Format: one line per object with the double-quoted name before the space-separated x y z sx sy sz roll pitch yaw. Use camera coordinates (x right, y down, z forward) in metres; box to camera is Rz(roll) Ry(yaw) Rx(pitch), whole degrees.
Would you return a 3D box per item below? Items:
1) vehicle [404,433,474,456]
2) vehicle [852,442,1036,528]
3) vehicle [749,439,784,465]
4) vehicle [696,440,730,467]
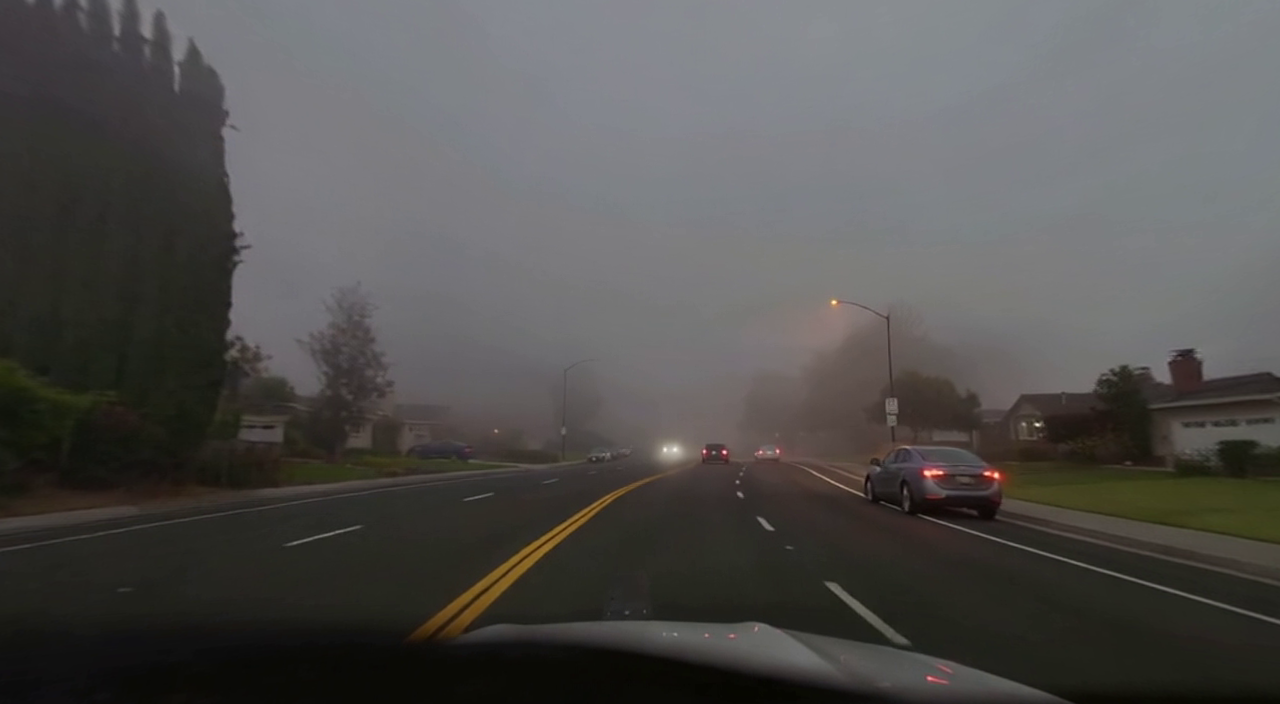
"vehicle" -14.528 6.707 45.622 4.377 1.570 1.871 -1 -9 7
"vehicle" 6.148 2.701 13.442 1.934 1.506 4.282 0 -8 3
"vehicle" 9.861 7.823 49.392 2.059 1.924 4.257 -1 -9 4
"vehicle" 4.871 6.744 42.047 2.106 1.667 4.367 -1 -9 7
